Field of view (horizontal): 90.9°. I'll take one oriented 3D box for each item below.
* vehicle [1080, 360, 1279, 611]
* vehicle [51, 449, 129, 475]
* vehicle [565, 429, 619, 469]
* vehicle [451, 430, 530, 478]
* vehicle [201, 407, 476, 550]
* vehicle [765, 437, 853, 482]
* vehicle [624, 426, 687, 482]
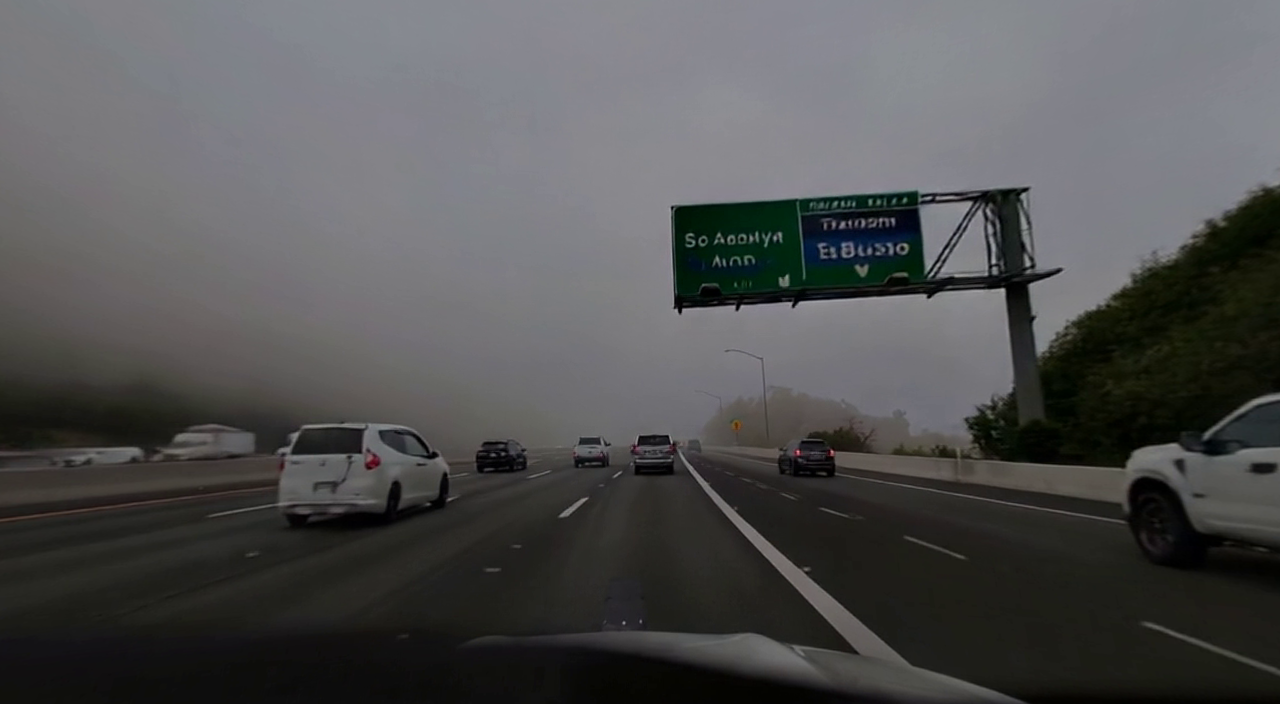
[{"bbox_3d":[5.812,0.945,4.400,2.029,1.859,4.669,0,-8,-1],"label":"vehicle"},{"bbox_3d":[-36.246,7.231,41.672,1.736,1.482,3.649,-3,-8,3],"label":"vehicle"},{"bbox_3d":[-2.492,5.256,34.343,2.316,1.999,5.765,-1,-8,2],"label":"vehicle"},{"bbox_3d":[-6.094,4.212,26.307,2.036,1.813,4.564,-1,-8,2],"label":"vehicle"},{"bbox_3d":[-4.492,1.974,10.590,2.160,1.799,5.001,0,-8,0],"label":"vehicle"},{"bbox_3d":[6.031,3.874,23.111,1.998,1.456,4.338,0,-8,0],"label":"vehicle"},{"bbox_3d":[0.571,3.640,22.640,2.052,1.808,3.898,-1,-8,2],"label":"vehicle"}]
